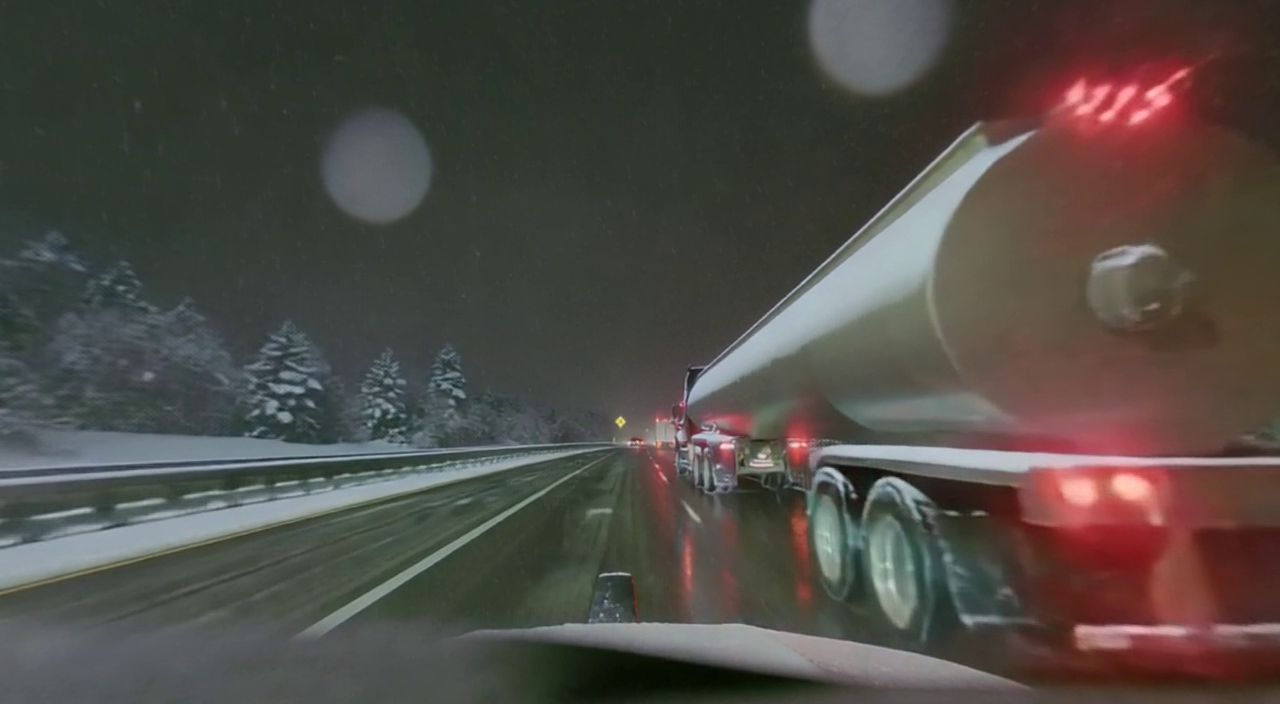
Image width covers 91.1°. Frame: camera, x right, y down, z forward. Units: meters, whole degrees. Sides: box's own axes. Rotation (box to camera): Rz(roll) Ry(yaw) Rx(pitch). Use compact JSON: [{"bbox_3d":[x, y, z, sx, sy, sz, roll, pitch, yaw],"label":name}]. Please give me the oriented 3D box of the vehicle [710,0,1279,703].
[{"bbox_3d":[3.077,0.618,8.113,2.946,3.745,11.516,1,-8,-1],"label":"vehicle"}]
